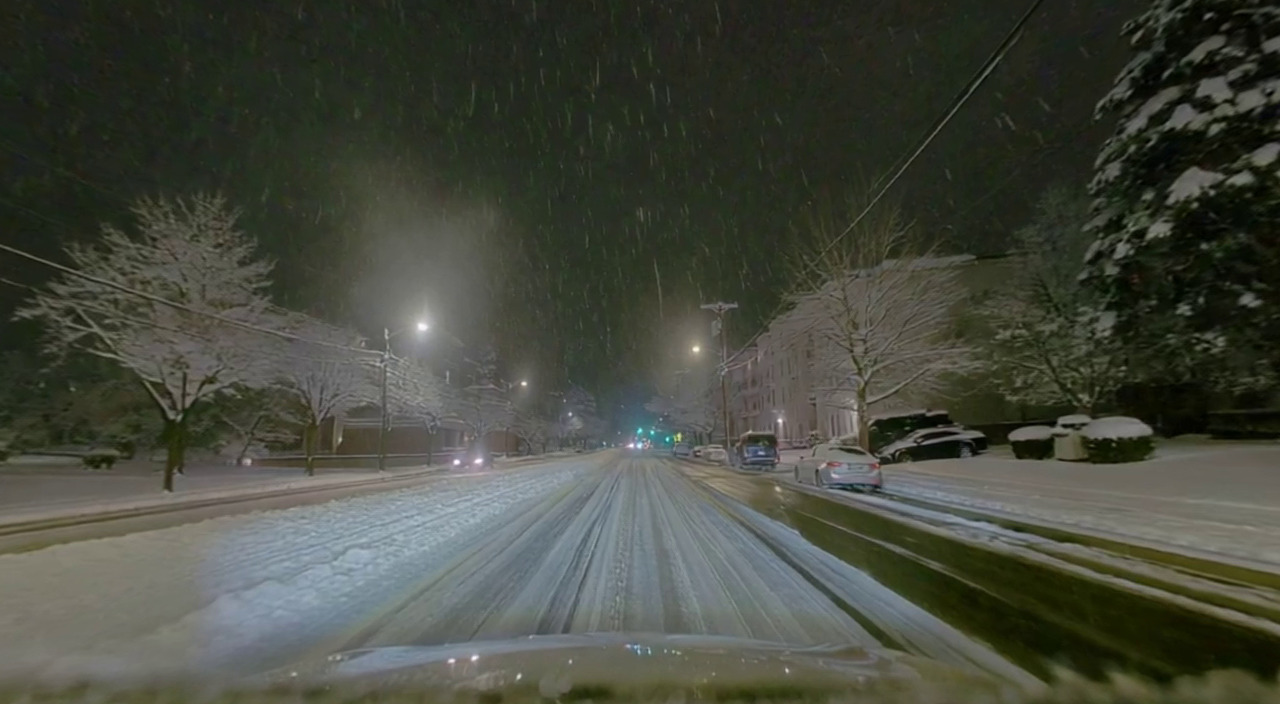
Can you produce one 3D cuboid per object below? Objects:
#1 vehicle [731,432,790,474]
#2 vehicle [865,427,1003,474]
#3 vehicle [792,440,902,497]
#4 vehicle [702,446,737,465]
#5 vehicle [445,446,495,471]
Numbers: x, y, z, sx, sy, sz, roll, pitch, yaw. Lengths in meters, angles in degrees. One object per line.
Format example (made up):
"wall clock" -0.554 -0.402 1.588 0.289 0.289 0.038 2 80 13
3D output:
"vehicle" 6.342 5.434 34.171 2.267 2.037 6.240 -1 -9 3
"vehicle" 12.987 4.385 28.086 5.117 1.723 1.968 -2 -9 -5
"vehicle" 6.174 3.508 19.422 1.914 1.517 4.320 0 -8 0
"vehicle" 6.148 8.047 49.370 2.013 1.408 5.011 0 -9 -1
"vehicle" -10.581 6.628 39.621 1.847 1.460 4.294 -1 -8 1
